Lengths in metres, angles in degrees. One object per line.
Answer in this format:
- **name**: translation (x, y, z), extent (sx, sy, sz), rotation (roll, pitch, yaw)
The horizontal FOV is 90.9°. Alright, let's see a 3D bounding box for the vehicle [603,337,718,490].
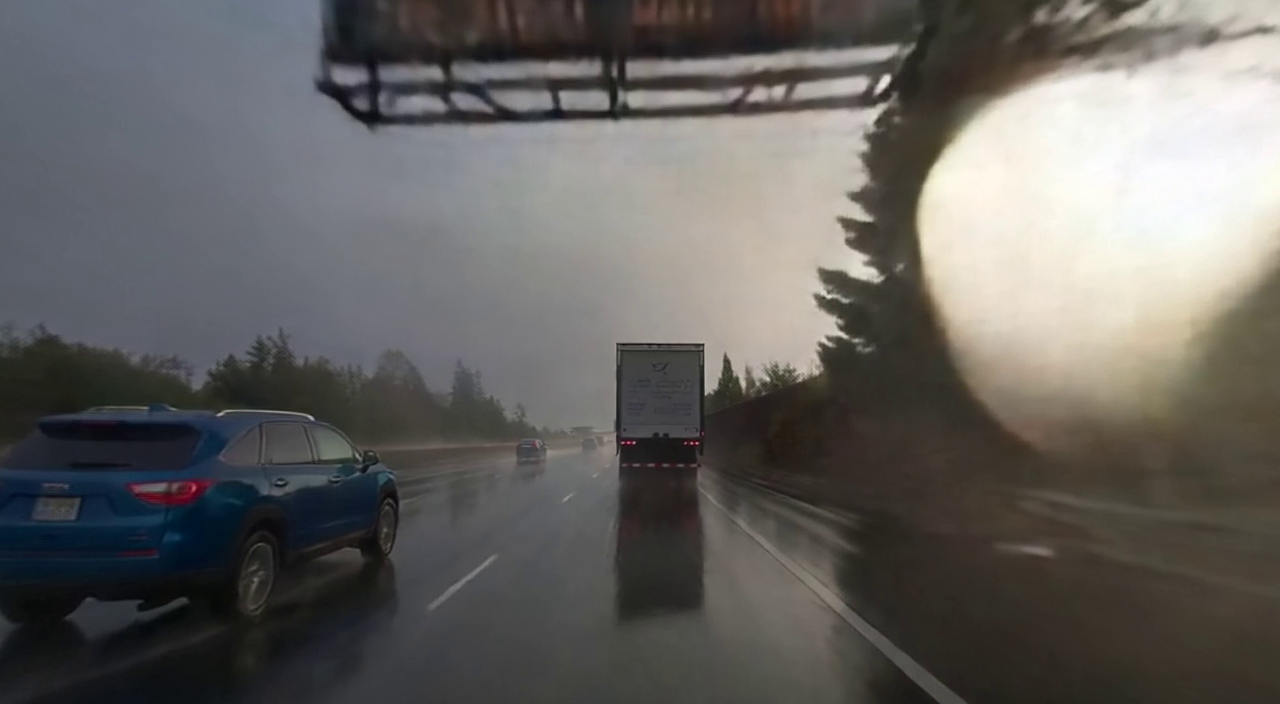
- **vehicle**: translation (0.492, 2.305, 21.206), extent (2.870, 3.841, 10.653), rotation (0, -8, 0)

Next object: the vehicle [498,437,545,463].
- **vehicle**: translation (-6.991, 5.846, 37.619), extent (1.882, 1.451, 4.416), rotation (0, -8, 1)

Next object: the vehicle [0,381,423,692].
- **vehicle**: translation (-3.760, 1.309, 5.610), extent (2.077, 1.671, 4.249), rotation (0, -8, 1)
